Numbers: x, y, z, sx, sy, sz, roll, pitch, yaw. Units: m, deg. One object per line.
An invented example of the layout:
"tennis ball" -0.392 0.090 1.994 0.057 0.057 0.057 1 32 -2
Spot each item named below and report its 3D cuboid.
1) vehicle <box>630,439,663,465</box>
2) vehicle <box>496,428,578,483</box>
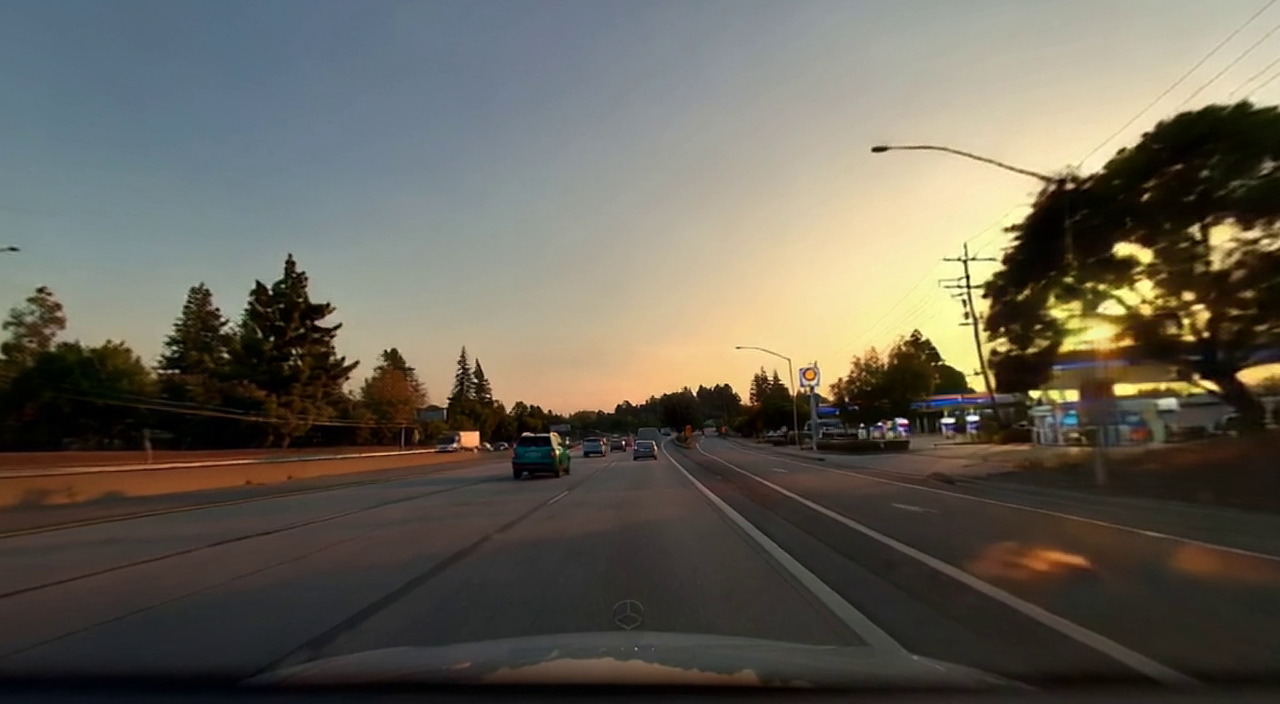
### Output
"vehicle" 0.349 6.220 39.508 1.982 1.524 3.800 0 -8 -1
"vehicle" -3.827 3.930 24.256 2.273 1.884 4.515 0 -8 1
